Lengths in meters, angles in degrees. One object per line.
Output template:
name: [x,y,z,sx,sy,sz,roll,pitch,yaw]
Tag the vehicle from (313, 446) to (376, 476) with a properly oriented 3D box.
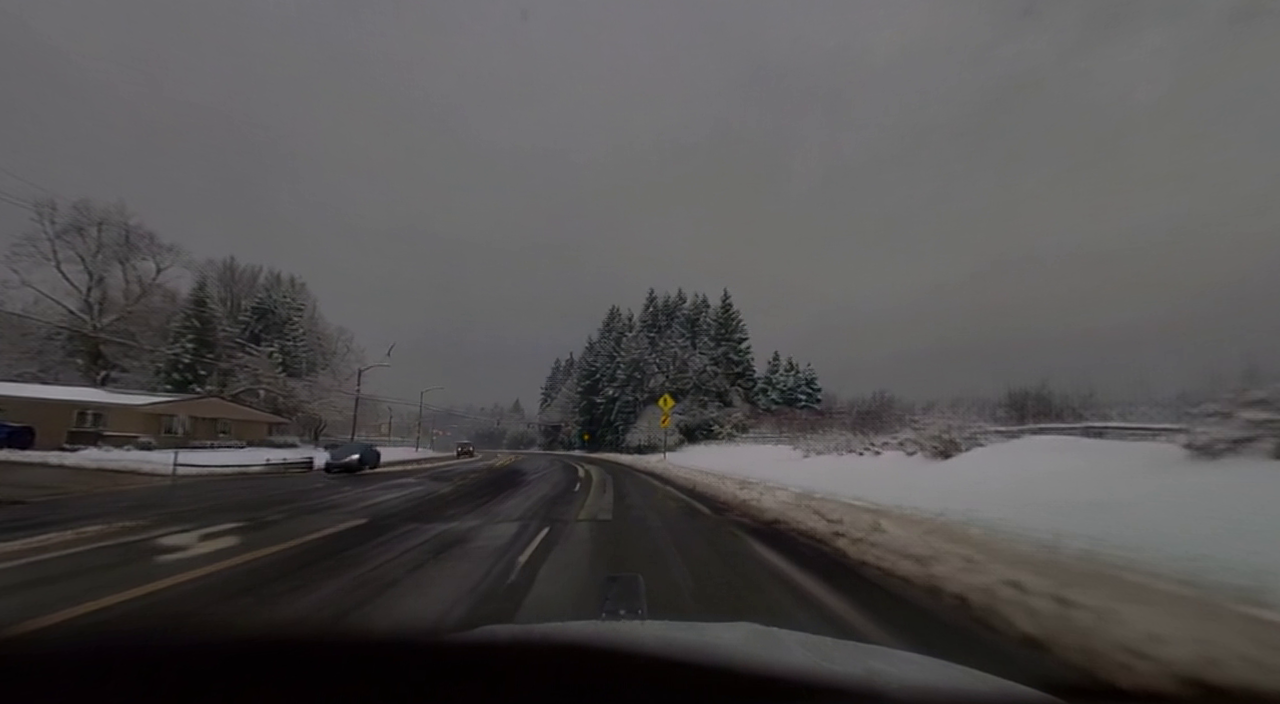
vehicle: [-17.209,6.331,36.979,1.993,1.634,4.268,1,-9,-6]
